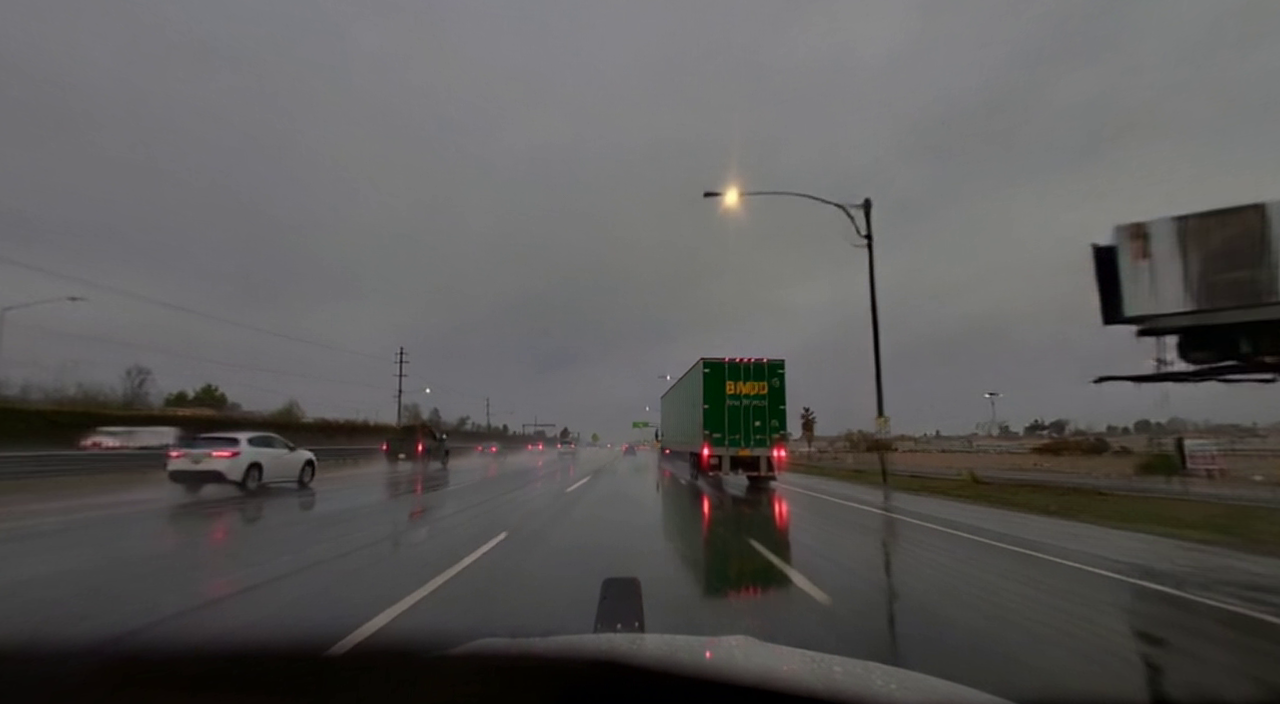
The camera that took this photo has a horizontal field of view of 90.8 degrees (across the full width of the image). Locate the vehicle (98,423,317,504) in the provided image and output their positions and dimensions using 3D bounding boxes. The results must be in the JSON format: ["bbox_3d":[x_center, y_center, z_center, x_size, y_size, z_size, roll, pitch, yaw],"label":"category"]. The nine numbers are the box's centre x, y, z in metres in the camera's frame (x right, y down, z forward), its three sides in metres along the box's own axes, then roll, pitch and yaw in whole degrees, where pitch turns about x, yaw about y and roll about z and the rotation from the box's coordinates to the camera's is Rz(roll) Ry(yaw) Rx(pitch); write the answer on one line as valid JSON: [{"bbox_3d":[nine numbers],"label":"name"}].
[{"bbox_3d":[-10.485,2.738,15.931,2.045,1.697,4.844,0,-8,0],"label":"vehicle"}]

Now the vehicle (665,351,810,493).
[{"bbox_3d":[3.006,3.015,25.113,2.891,3.944,15.051,0,-8,-2],"label":"vehicle"}]

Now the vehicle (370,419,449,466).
[{"bbox_3d":[-13.695,5.472,38.093,2.307,2.571,6.260,0,-8,1],"label":"vehicle"}]
